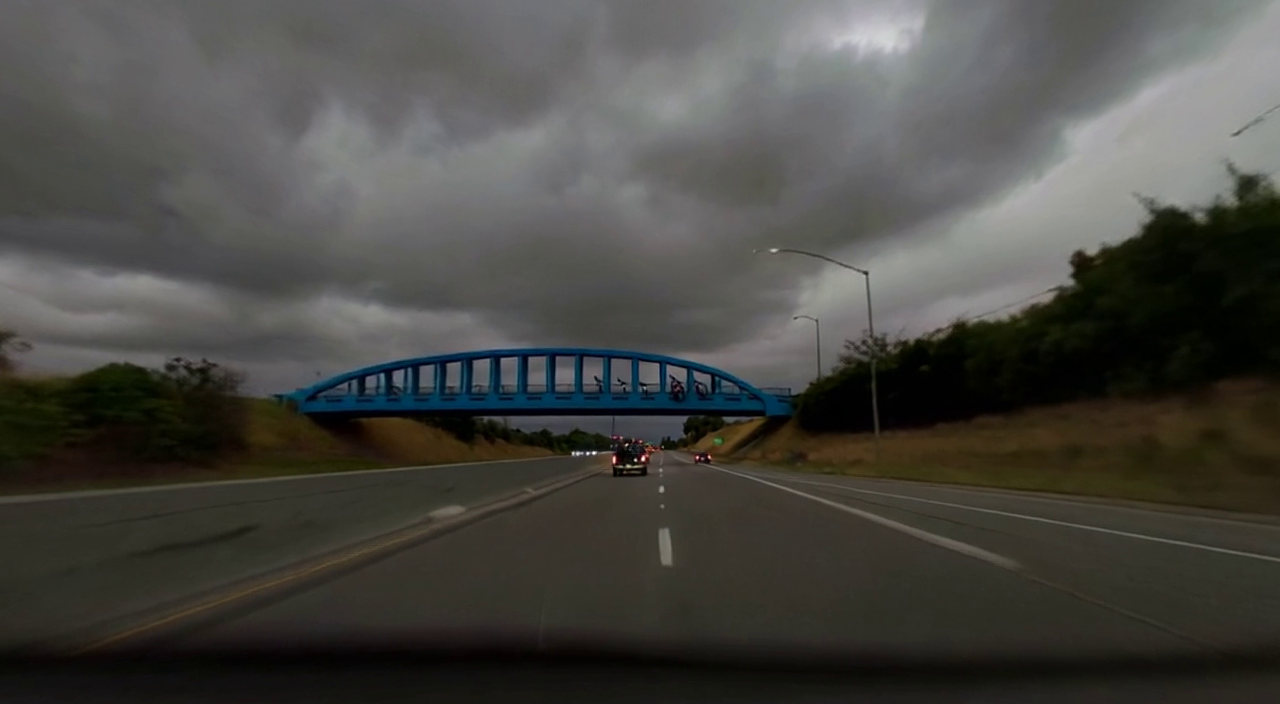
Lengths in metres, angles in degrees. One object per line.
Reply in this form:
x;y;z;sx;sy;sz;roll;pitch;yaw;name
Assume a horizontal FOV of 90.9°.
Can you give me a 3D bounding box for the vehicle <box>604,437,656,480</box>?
-0.397;5.306;31.668;2.369;1.948;5.343;0;-9;2;vehicle
